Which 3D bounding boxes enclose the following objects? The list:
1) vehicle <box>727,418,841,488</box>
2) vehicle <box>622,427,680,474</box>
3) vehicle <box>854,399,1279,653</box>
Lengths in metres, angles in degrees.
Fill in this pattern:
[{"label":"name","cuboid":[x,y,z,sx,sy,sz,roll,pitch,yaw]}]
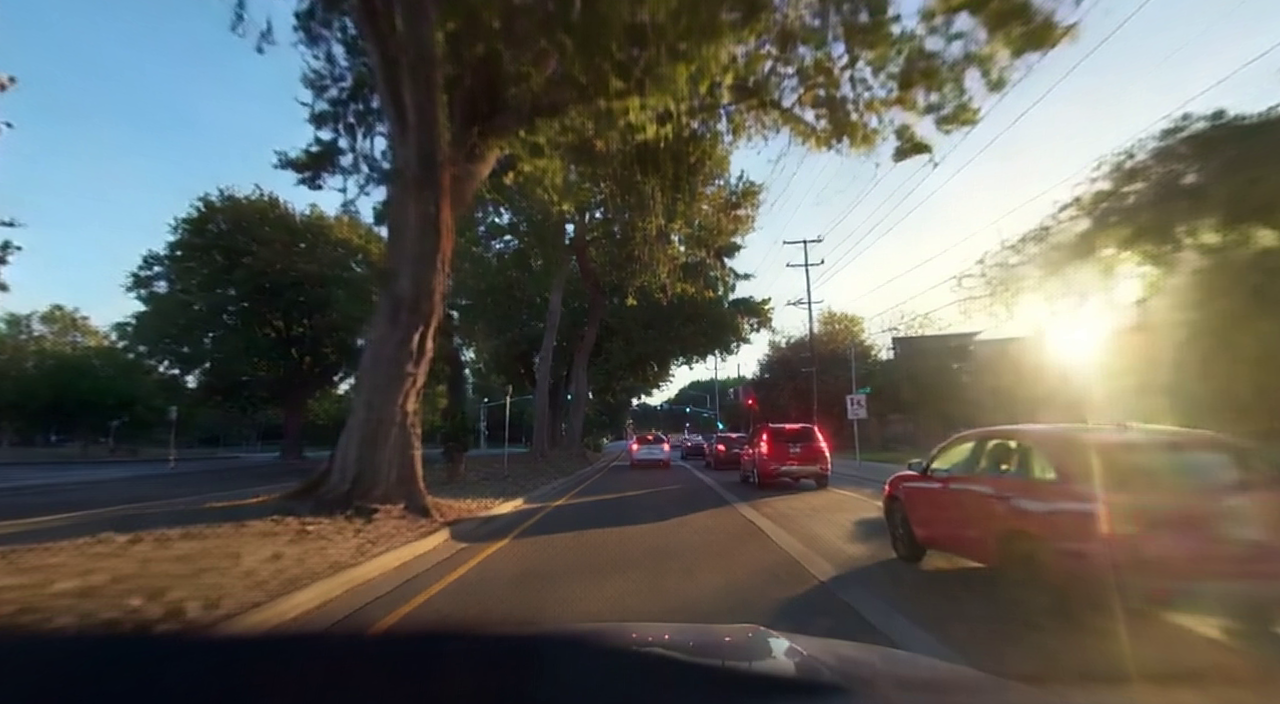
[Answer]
[{"label":"vehicle","cuboid":[4.167,3.036,19.254,2.254,1.840,4.918,0,-8,0]},{"label":"vehicle","cuboid":[0.426,4.023,25.895,2.163,1.746,4.073,-1,-8,0]},{"label":"vehicle","cuboid":[3.761,1.355,6.023,1.881,1.512,4.294,0,-8,-1]}]
